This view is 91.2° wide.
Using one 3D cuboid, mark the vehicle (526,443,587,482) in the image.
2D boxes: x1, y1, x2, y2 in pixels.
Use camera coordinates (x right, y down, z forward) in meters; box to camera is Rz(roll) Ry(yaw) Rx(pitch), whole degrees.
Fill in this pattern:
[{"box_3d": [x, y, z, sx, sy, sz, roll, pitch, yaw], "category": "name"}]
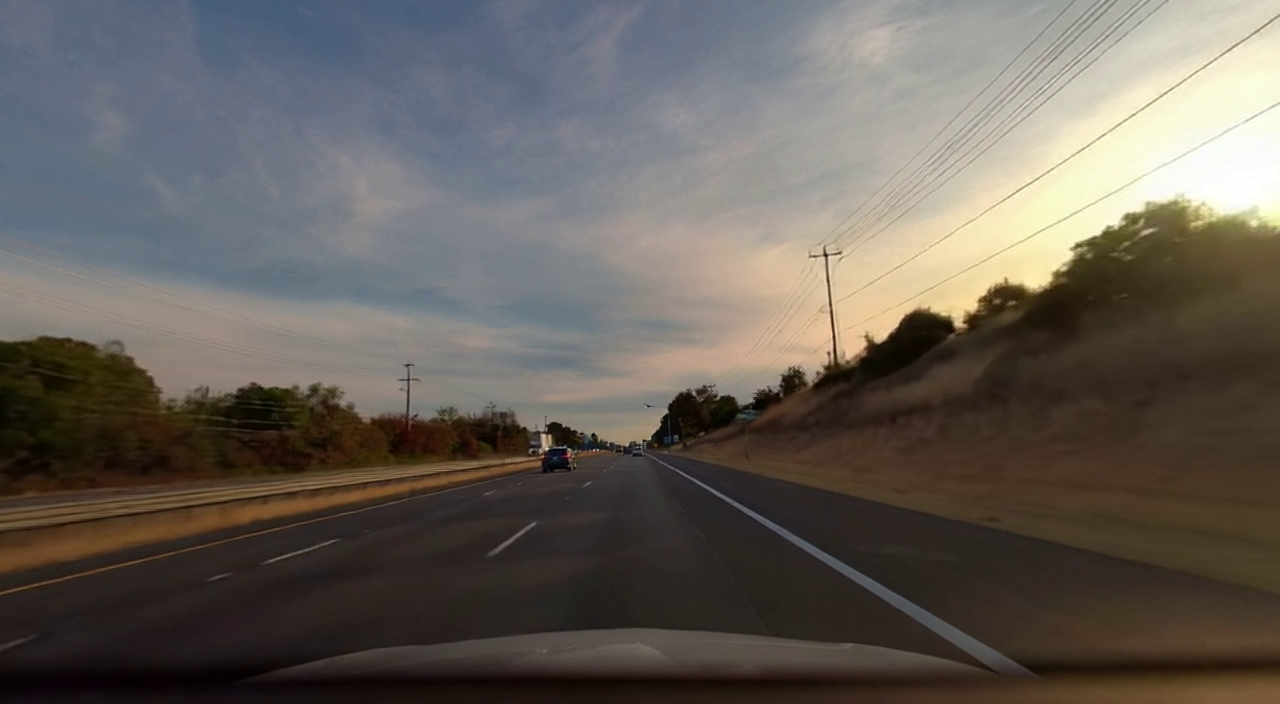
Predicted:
[{"box_3d": [-3.625, 4.890, 28.001, 2.123, 1.545, 4.404, 0, -9, 0], "category": "vehicle"}]
